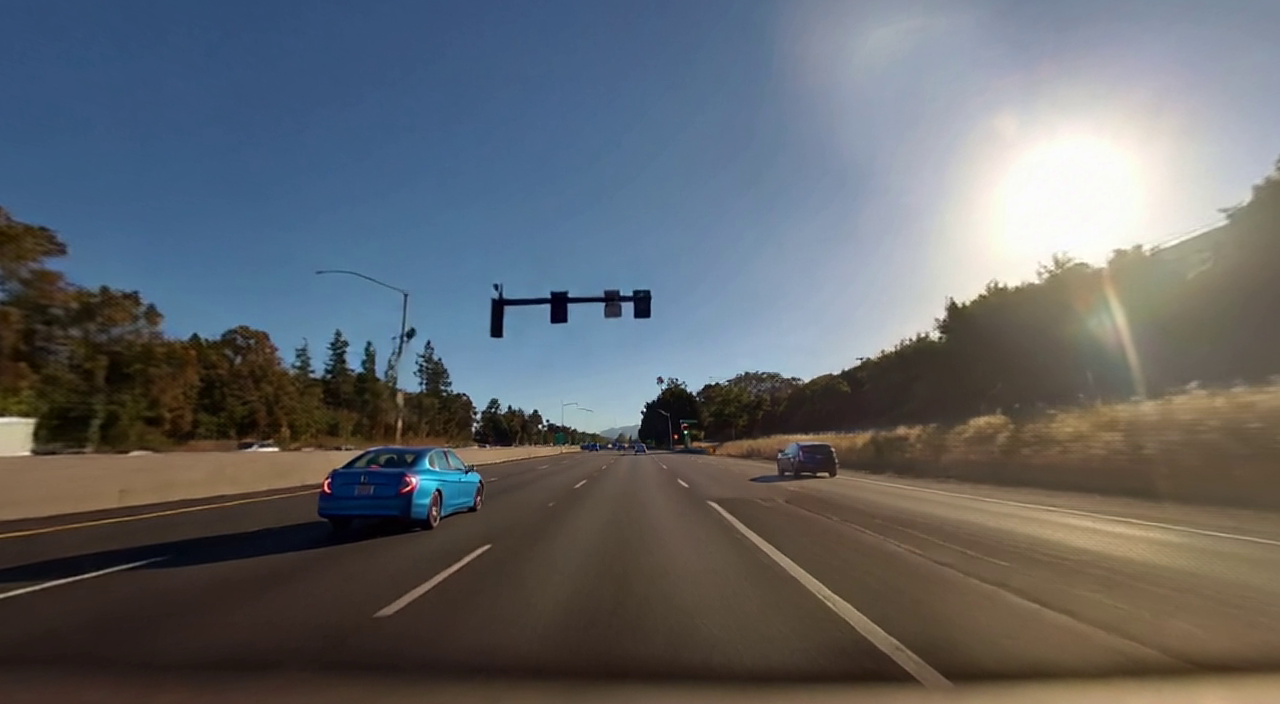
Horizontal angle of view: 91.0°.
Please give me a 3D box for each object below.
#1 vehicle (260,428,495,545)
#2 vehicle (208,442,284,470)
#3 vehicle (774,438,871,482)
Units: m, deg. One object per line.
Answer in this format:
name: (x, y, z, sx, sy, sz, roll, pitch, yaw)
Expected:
vehicle: (-3.970, 2.109, 10.547, 1.987, 1.516, 4.478, 0, -9, 0)
vehicle: (-28.526, 7.519, 45.805, 2.124, 1.912, 5.133, 0, -9, 0)
vehicle: (6.695, 4.023, 23.723, 2.049, 1.481, 4.774, 0, -9, -2)
